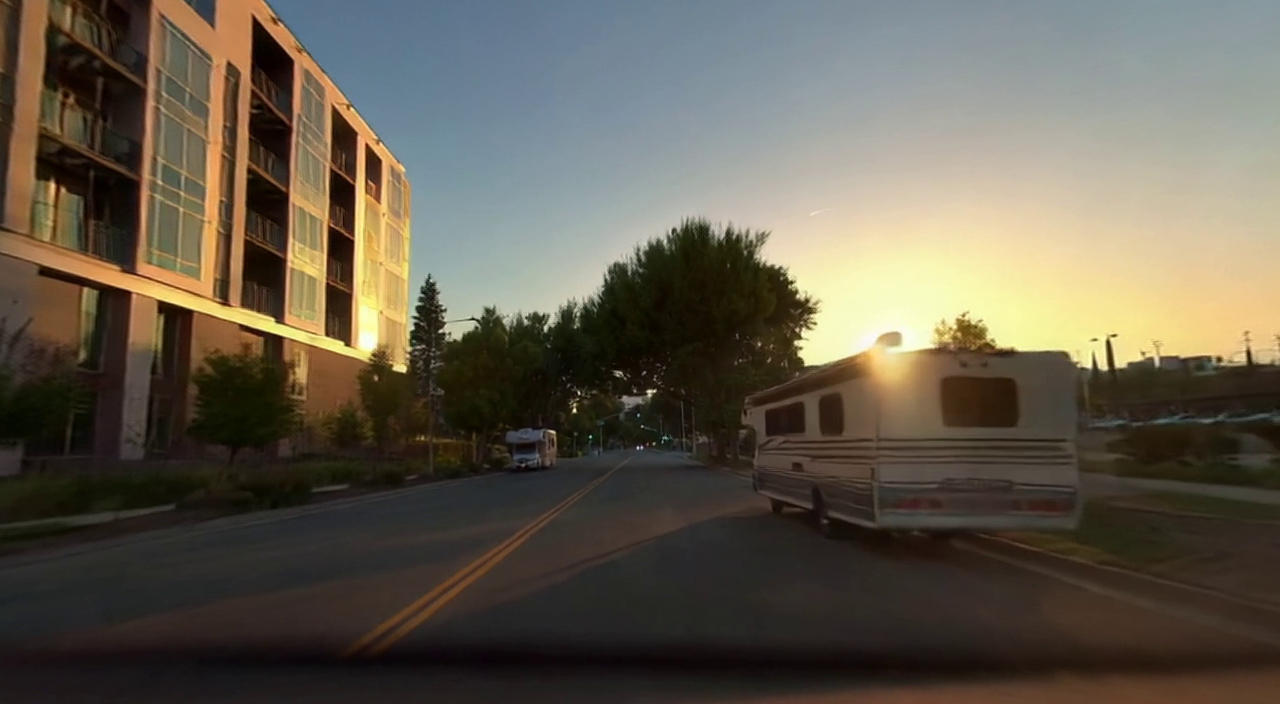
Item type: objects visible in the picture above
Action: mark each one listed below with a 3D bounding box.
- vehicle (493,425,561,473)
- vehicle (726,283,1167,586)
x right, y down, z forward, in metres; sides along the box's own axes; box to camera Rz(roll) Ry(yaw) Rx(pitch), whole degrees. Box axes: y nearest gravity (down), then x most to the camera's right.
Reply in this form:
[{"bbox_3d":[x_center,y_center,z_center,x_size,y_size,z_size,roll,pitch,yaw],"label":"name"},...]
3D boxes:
[{"bbox_3d":[-7.103,6.164,40.856,3.108,2.771,7.999,0,-7,-1],"label":"vehicle"},{"bbox_3d":[3.742,1.416,10.939,3.074,3.099,8.805,1,-8,-1],"label":"vehicle"}]
